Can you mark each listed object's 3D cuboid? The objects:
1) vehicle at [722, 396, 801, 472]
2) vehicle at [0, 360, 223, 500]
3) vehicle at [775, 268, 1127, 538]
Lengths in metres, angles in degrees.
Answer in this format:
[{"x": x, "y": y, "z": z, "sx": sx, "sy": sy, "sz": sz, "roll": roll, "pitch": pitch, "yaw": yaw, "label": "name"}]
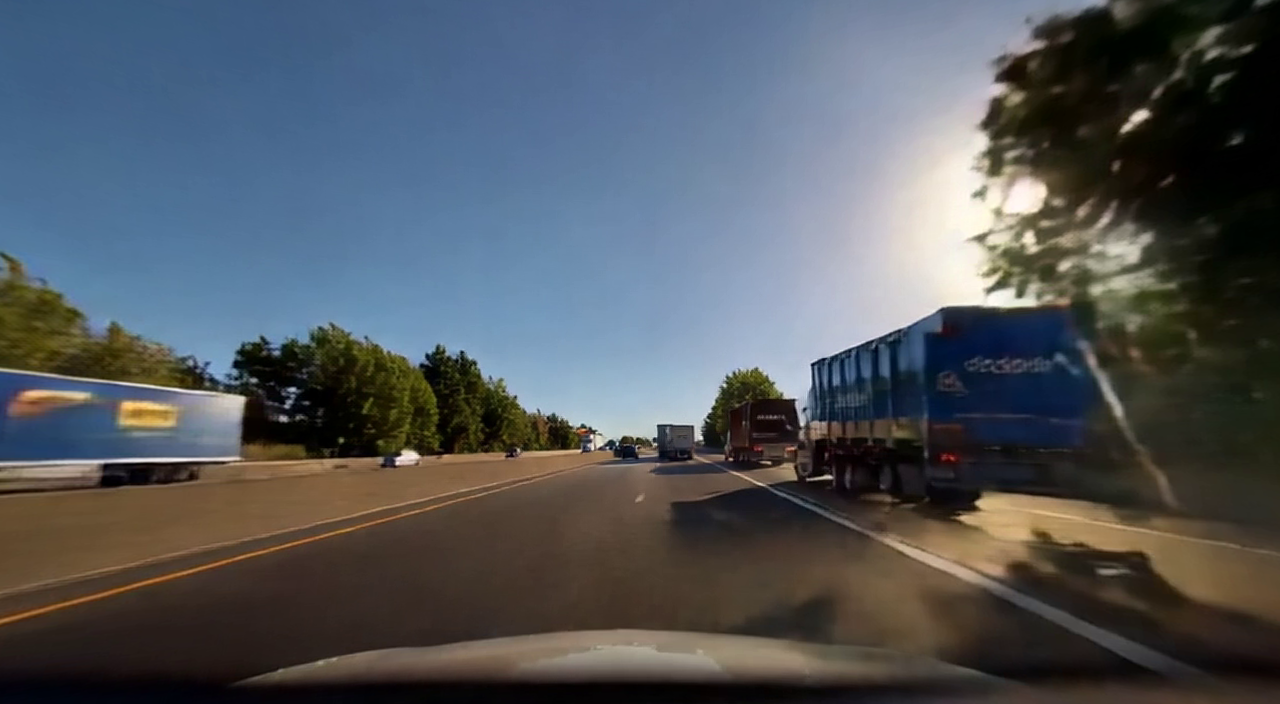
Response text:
[{"x": 7.434, "y": 5.296, "z": 40.662, "sx": 2.843, "sy": 4.053, "sz": 13.777, "roll": 0, "pitch": -7, "yaw": 2, "label": "vehicle"}, {"x": -22.622, "y": 3.207, "z": 25.303, "sx": 3.010, "sy": 4.620, "sz": 11.933, "roll": -1, "pitch": -8, "yaw": 3, "label": "vehicle"}, {"x": 5.466, "y": 1.355, "z": 14.015, "sx": 2.920, "sy": 3.860, "sz": 10.035, "roll": 0, "pitch": -8, "yaw": 2, "label": "vehicle"}]
